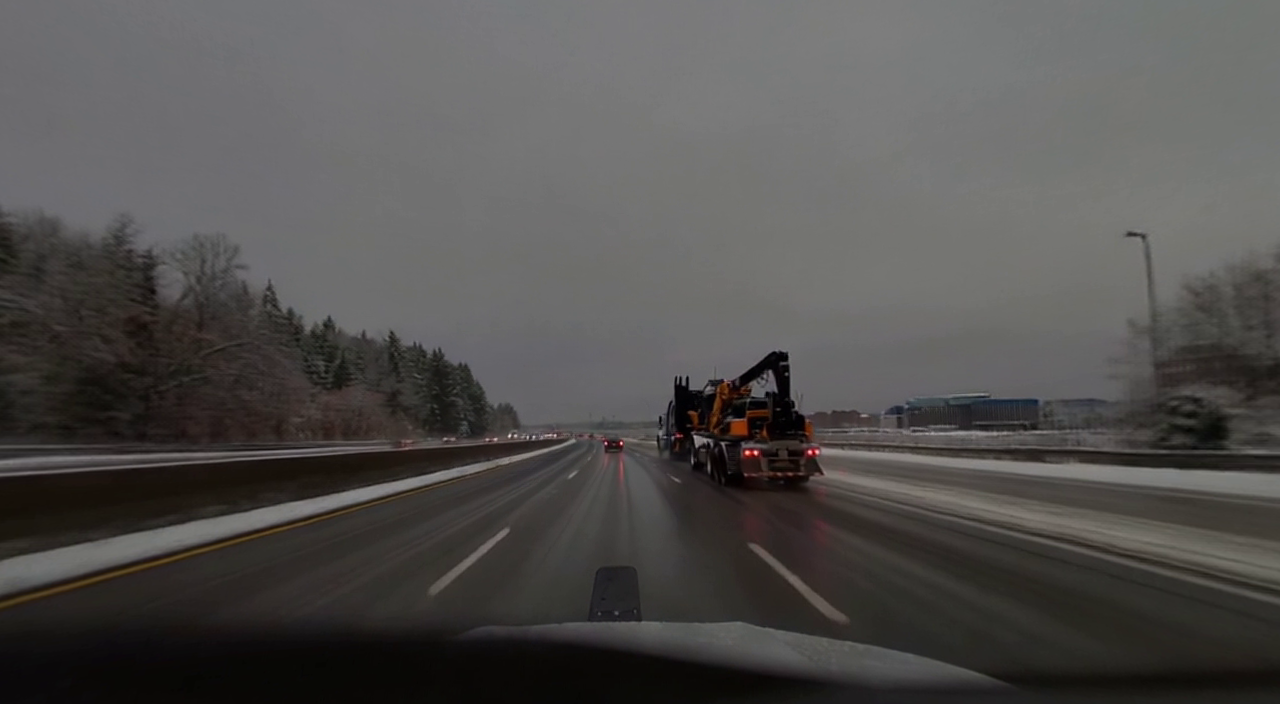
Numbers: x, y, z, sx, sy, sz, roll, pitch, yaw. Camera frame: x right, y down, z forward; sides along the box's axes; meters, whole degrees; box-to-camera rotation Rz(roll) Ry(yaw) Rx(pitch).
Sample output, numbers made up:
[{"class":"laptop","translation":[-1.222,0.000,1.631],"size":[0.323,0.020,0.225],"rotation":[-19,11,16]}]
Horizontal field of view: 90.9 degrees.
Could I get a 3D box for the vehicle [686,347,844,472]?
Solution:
[{"class":"vehicle","translation":[3.485,2.006,20.113],"size":[2.833,3.180,8.004],"rotation":[1,-8,-4]}]
